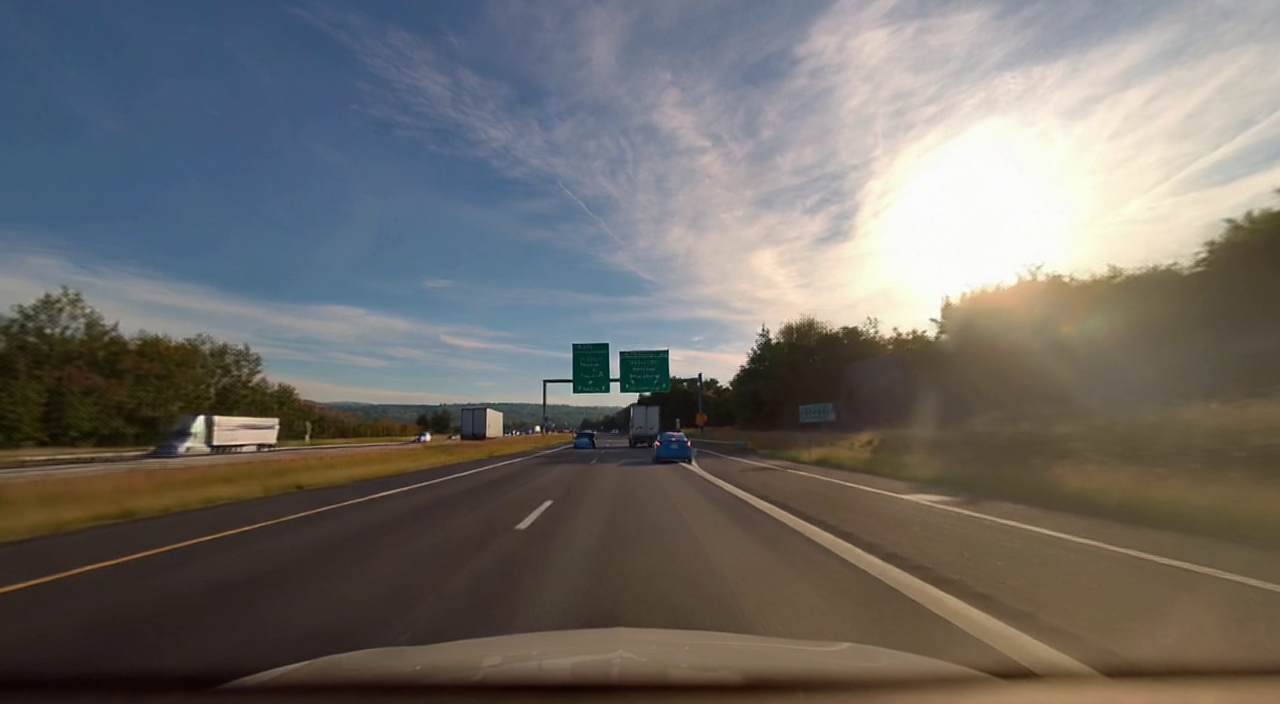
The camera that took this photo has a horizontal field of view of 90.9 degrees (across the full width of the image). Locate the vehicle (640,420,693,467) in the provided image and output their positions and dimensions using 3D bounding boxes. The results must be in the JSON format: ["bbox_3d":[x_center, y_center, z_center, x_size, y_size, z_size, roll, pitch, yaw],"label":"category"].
[{"bbox_3d":[1.110,4.118,28.561,2.076,1.914,4.287,0,-8,-2],"label":"vehicle"}]
